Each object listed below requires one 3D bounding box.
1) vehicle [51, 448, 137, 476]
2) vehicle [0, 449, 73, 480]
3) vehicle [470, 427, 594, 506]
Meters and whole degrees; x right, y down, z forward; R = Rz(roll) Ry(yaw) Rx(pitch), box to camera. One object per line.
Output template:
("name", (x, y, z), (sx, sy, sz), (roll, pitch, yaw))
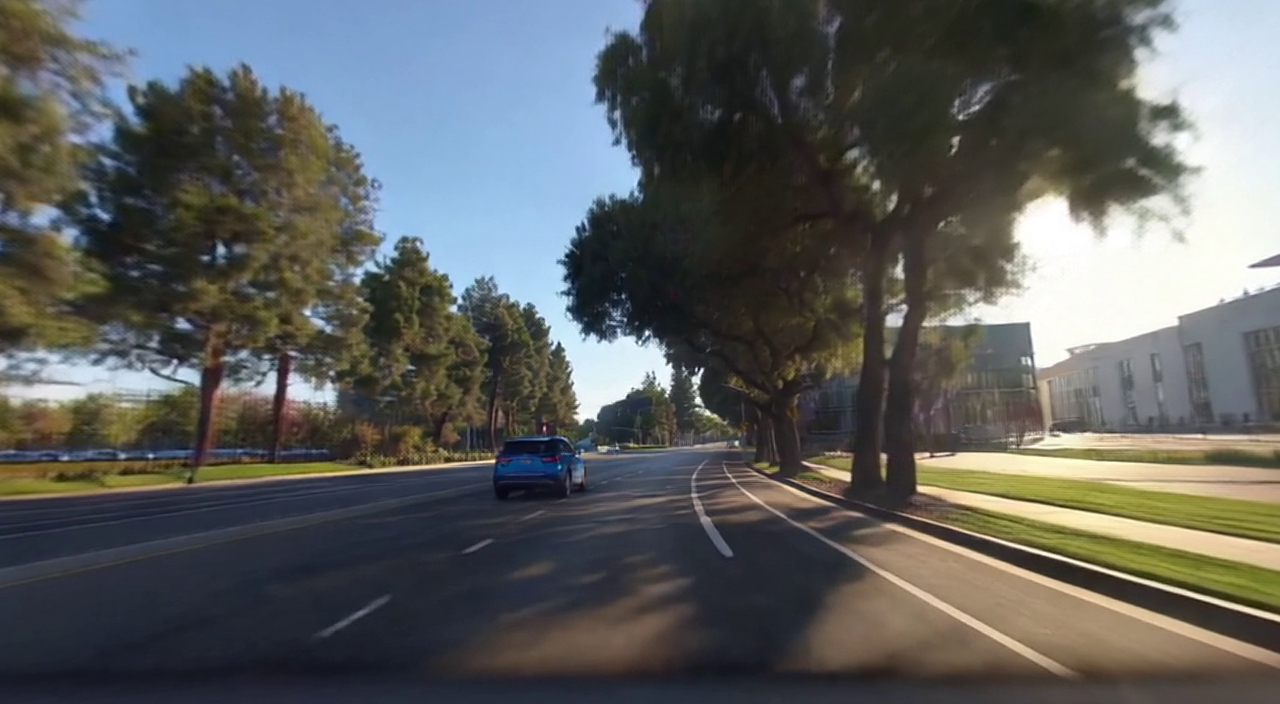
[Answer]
("vehicle", (-42.846, 8.619, 49.670), (4.782, 2.077, 2.264), (-1, -9, 5))
("vehicle", (-43.058, 7.838, 44.080), (5.067, 2.065, 2.236), (-2, -9, 8))
("vehicle", (-2.560, 2.872, 16.196), (2.121, 1.724, 4.392), (-1, -9, 4))
